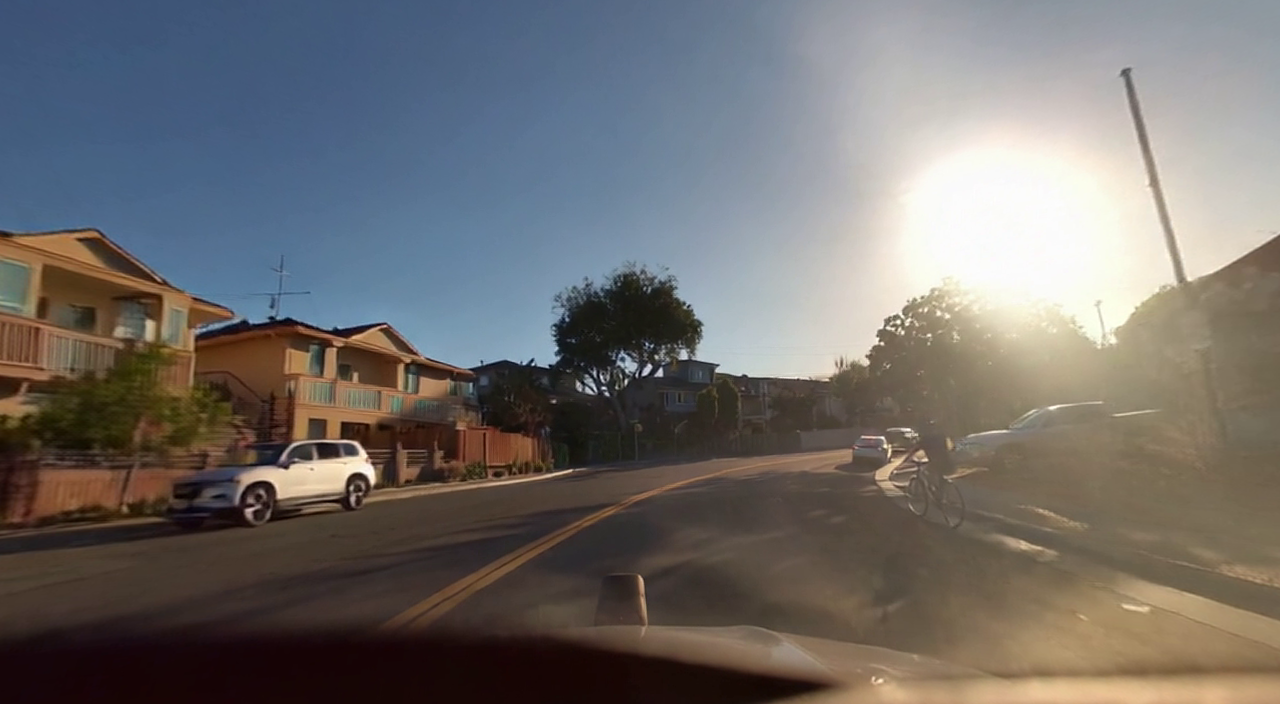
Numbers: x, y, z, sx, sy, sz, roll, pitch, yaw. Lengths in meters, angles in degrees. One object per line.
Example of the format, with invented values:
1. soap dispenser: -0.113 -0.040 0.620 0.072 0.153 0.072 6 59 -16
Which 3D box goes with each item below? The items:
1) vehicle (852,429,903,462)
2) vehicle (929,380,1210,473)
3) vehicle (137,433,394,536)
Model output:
1. vehicle: 13.430 5.261 35.616 2.105 1.705 4.392 -4 -10 27
2. vehicle: 12.105 2.244 18.435 6.099 1.973 2.450 -7 -9 12
3. vehicle: -7.131 2.521 12.730 1.937 1.670 4.391 -2 -9 11
